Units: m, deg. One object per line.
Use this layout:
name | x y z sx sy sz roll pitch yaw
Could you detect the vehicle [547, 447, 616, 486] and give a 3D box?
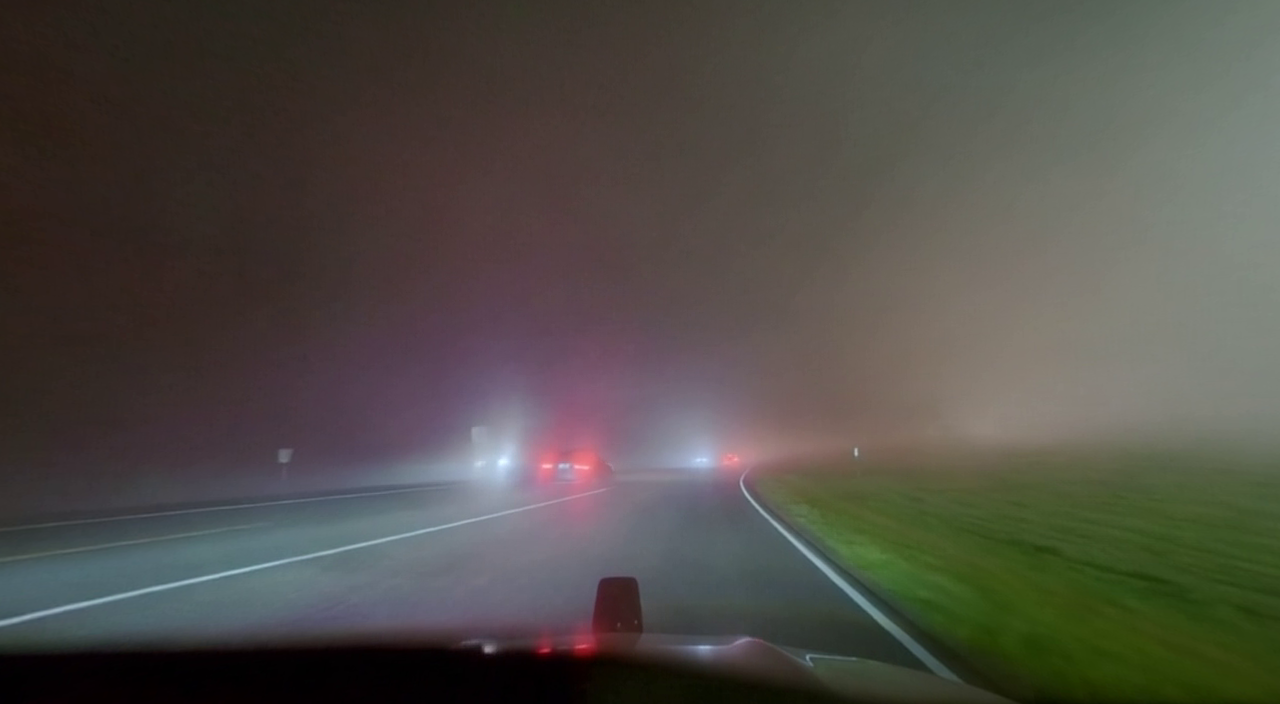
vehicle | -2.592 5.222 28.851 2.106 1.679 3.908 -2 -9 12
